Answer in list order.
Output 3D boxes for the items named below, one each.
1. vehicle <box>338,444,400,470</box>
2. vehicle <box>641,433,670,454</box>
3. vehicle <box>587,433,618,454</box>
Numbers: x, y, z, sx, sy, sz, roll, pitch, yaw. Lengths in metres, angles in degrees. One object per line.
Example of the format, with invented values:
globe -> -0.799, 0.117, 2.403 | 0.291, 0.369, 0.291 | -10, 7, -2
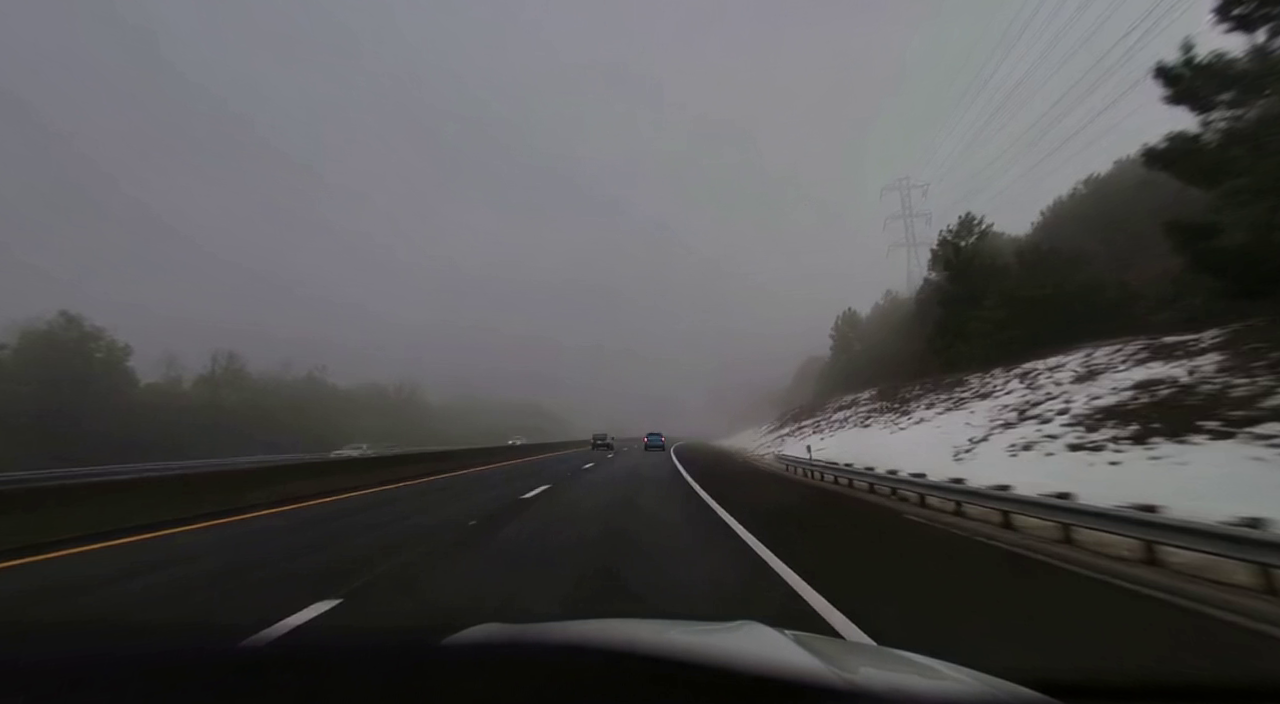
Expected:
vehicle -> -17.430, 6.747, 40.634 | 1.900, 1.502, 4.486 | 0, -8, 2
vehicle -> 1.207, 6.966, 47.987 | 2.077, 1.523, 4.206 | 0, -8, 2
vehicle -> -2.828, 6.970, 48.119 | 1.907, 1.515, 3.807 | 0, -8, 3
